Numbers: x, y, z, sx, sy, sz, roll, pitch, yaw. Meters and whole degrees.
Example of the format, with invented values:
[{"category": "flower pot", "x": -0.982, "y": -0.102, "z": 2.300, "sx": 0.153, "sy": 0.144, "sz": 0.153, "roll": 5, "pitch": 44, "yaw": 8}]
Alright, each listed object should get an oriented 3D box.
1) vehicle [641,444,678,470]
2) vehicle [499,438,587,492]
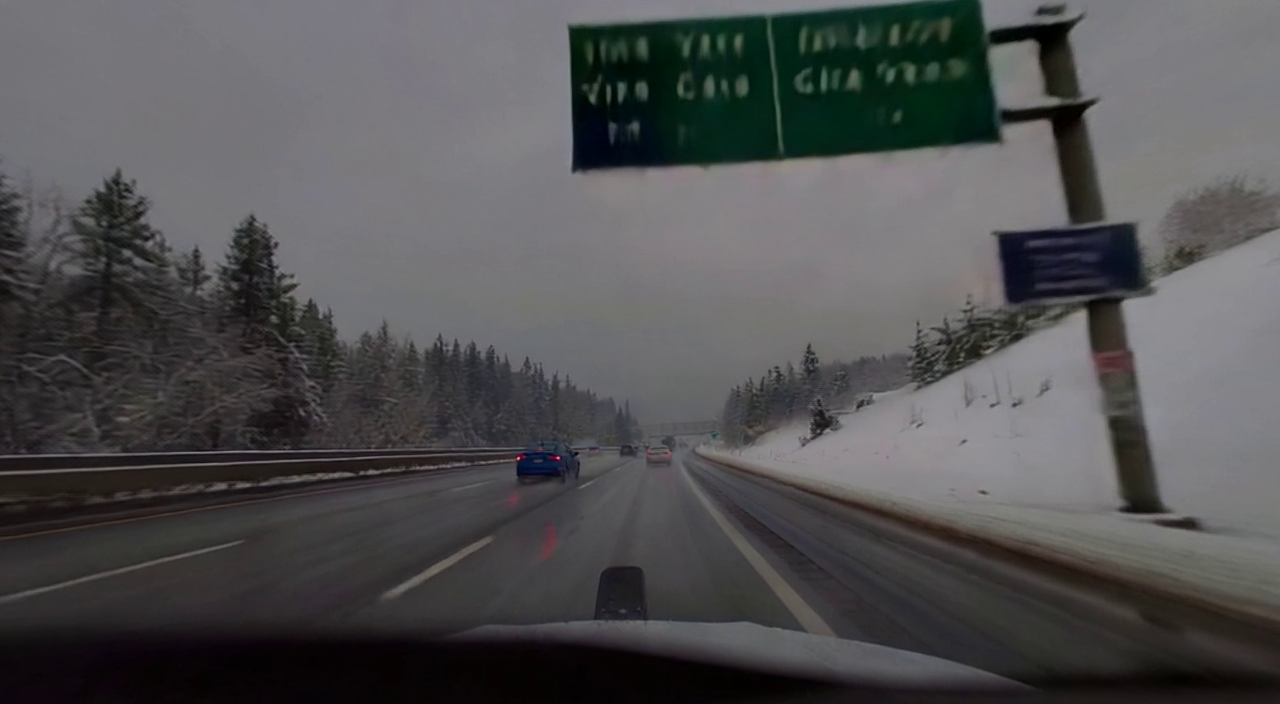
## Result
[{"category": "vehicle", "x": 1.209, "y": 6.232, "z": 37.691, "sx": 2.113, "sy": 1.464, "sz": 4.073, "roll": -1, "pitch": -9, "yaw": 3}, {"category": "vehicle", "x": -3.024, "y": 3.635, "z": 20.664, "sx": 2.024, "sy": 1.531, "sz": 4.431, "roll": 0, "pitch": -8, "yaw": 2}]
